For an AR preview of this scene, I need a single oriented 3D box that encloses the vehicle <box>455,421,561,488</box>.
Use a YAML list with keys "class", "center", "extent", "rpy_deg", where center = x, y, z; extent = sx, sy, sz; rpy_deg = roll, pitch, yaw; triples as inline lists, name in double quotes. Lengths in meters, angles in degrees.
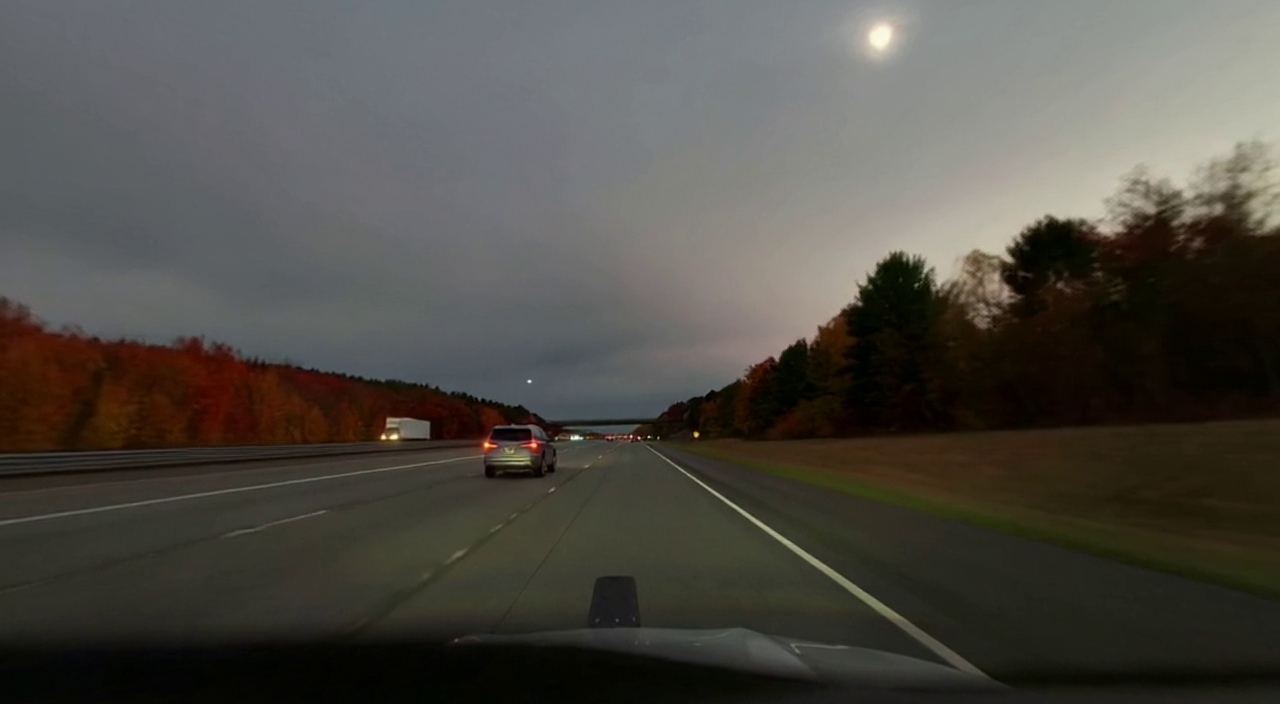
- class: "vehicle"
  center: [-3.587, 2.871, 18.043]
  extent: [2.057, 1.666, 4.552]
  rpy_deg: [0, -8, 0]
